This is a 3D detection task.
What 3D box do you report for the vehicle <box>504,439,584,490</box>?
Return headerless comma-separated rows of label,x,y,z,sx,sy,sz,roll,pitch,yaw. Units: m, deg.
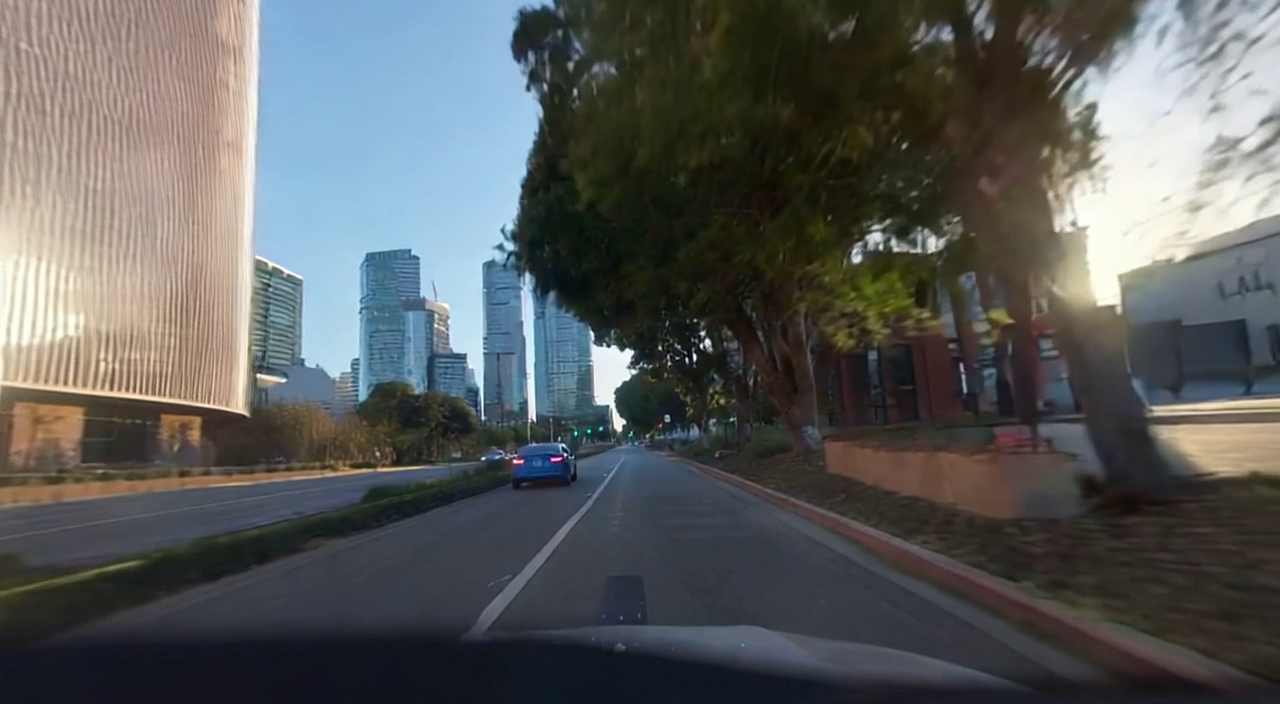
vehicle,-3.116,3.753,21.370,1.971,1.486,4.380,-1,-8,1
